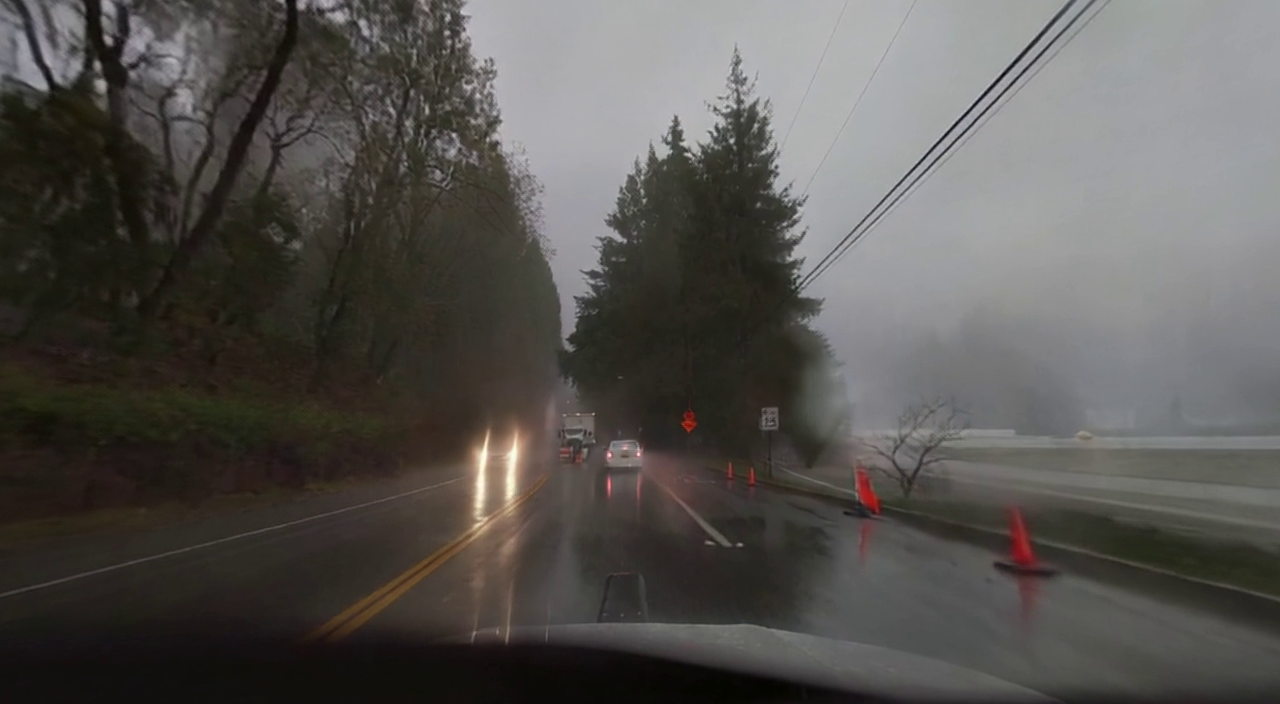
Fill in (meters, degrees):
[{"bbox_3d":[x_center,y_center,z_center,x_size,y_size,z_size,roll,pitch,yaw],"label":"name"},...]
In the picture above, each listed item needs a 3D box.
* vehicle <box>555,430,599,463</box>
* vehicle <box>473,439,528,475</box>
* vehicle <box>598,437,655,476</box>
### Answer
[{"bbox_3d":[-4.281,6.358,42.647,2.671,2.053,6.074,1,-9,-6],"label":"vehicle"},{"bbox_3d":[-6.287,4.779,28.963,2.019,1.492,4.091,1,-8,-6],"label":"vehicle"},{"bbox_3d":[-0.574,4.298,26.277,2.186,1.463,4.356,0,-8,-2],"label":"vehicle"}]
